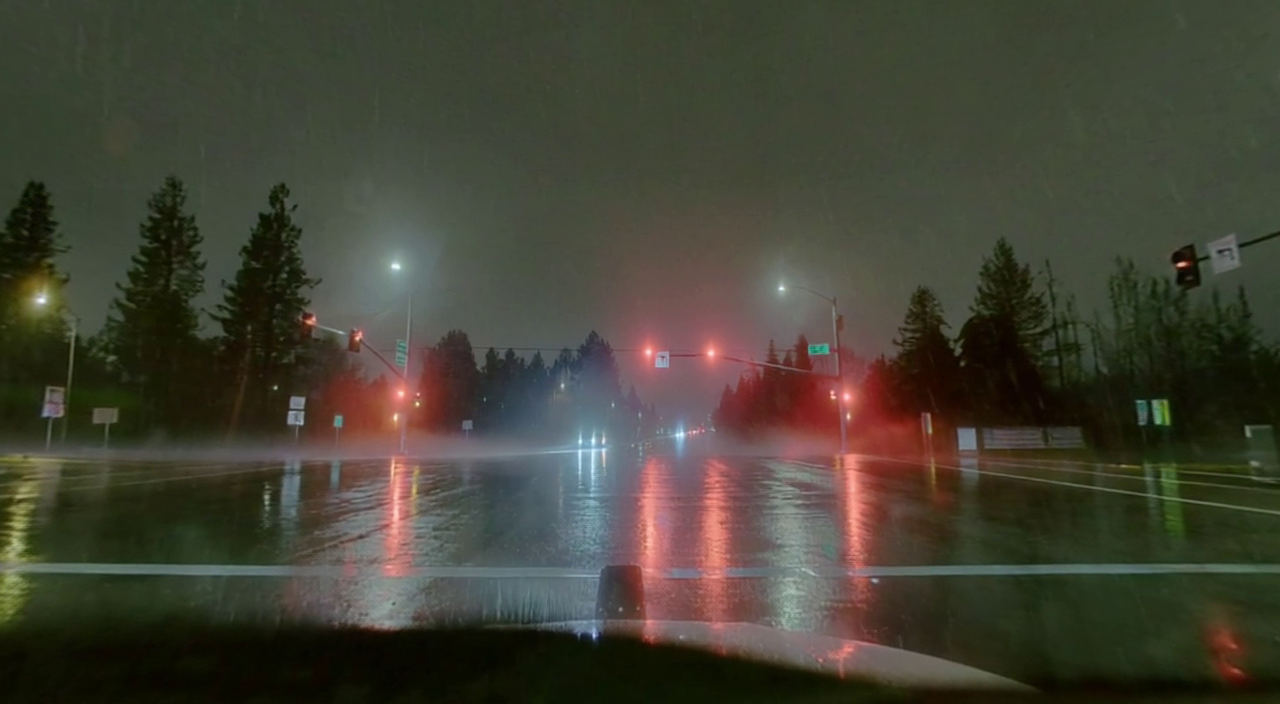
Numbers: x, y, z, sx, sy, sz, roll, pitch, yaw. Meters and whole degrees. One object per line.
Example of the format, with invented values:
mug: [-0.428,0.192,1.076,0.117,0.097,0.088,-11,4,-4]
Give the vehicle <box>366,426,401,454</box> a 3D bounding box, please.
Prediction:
vehicle: [-19.993,6.871,48.896,1.873,2.079,2.879,5,-10,-33]
